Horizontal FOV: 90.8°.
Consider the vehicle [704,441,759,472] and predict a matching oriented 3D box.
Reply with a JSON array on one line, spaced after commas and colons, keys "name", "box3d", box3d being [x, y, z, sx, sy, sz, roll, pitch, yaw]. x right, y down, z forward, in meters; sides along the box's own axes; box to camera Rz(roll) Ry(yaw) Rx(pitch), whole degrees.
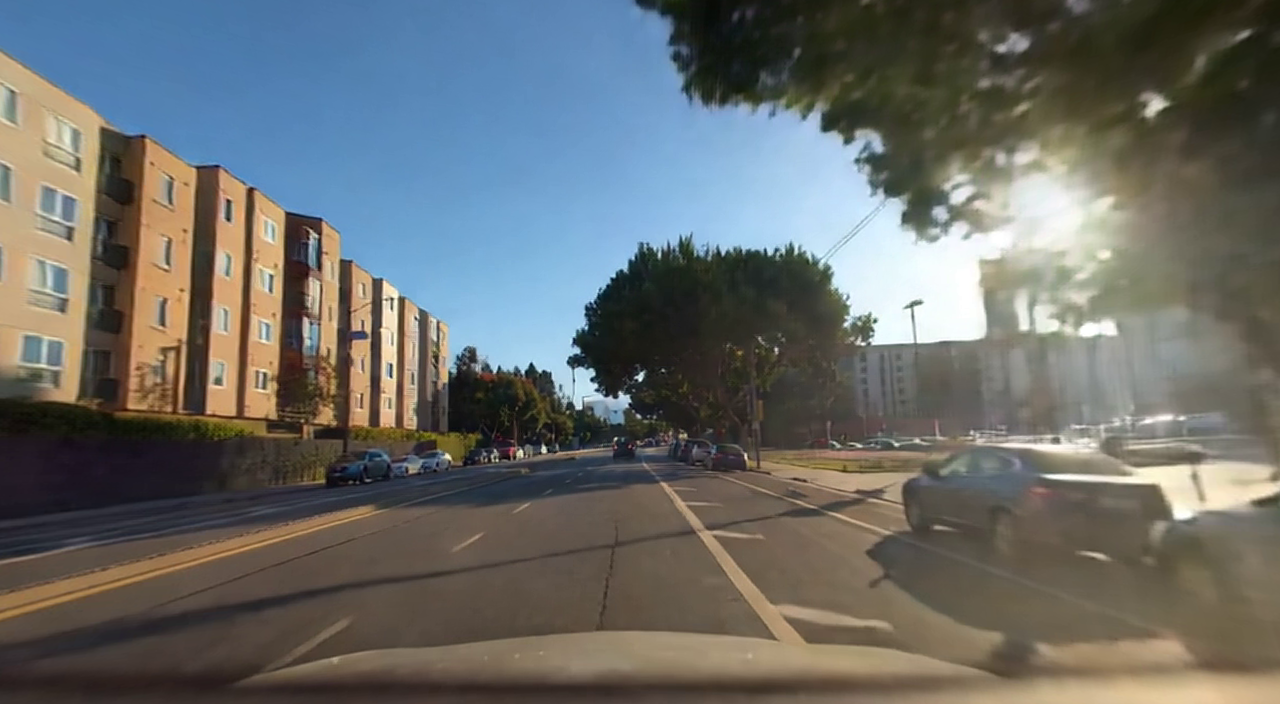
[{"name": "vehicle", "box3d": [4.618, 5.335, 32.500, 2.085, 1.466, 4.276, 0, -8, -2]}]

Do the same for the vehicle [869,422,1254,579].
[{"name": "vehicle", "box3d": [5.053, 1.817, 8.637, 2.069, 1.538, 4.528, 0, -8, -1]}]

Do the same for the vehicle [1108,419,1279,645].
[{"name": "vehicle", "box3d": [5.143, 1.102, 3.570, 1.797, 1.486, 4.154, 0, -8, 0]}]

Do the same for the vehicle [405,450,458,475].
[{"name": "vehicle", "box3d": [-13.605, 7.208, 41.509, 1.889, 1.461, 4.608, 0, -8, 0]}]

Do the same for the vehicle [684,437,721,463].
[{"name": "vehicle", "box3d": [4.512, 7.173, 46.348, 2.102, 1.781, 5.470, 0, -8, -1]}]

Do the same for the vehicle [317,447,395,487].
[{"name": "vehicle", "box3d": [-13.389, 5.419, 30.089, 1.908, 1.694, 4.306, 0, -8, -4]}]
